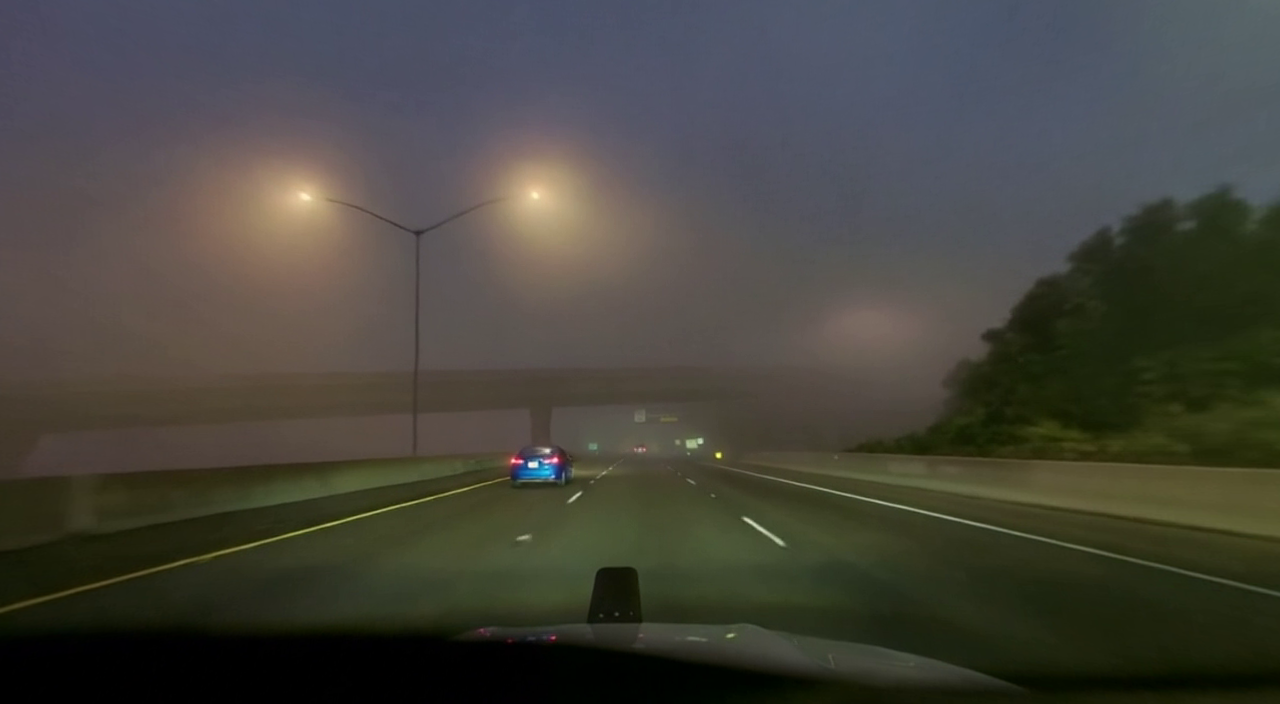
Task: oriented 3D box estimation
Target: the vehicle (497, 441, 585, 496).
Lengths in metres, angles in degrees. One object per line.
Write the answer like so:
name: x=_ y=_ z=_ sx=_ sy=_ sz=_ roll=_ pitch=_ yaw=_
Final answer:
vehicle: x=-3.028 y=3.680 z=20.382 sx=2.029 sy=1.557 sz=4.570 roll=0 pitch=-9 yaw=1
